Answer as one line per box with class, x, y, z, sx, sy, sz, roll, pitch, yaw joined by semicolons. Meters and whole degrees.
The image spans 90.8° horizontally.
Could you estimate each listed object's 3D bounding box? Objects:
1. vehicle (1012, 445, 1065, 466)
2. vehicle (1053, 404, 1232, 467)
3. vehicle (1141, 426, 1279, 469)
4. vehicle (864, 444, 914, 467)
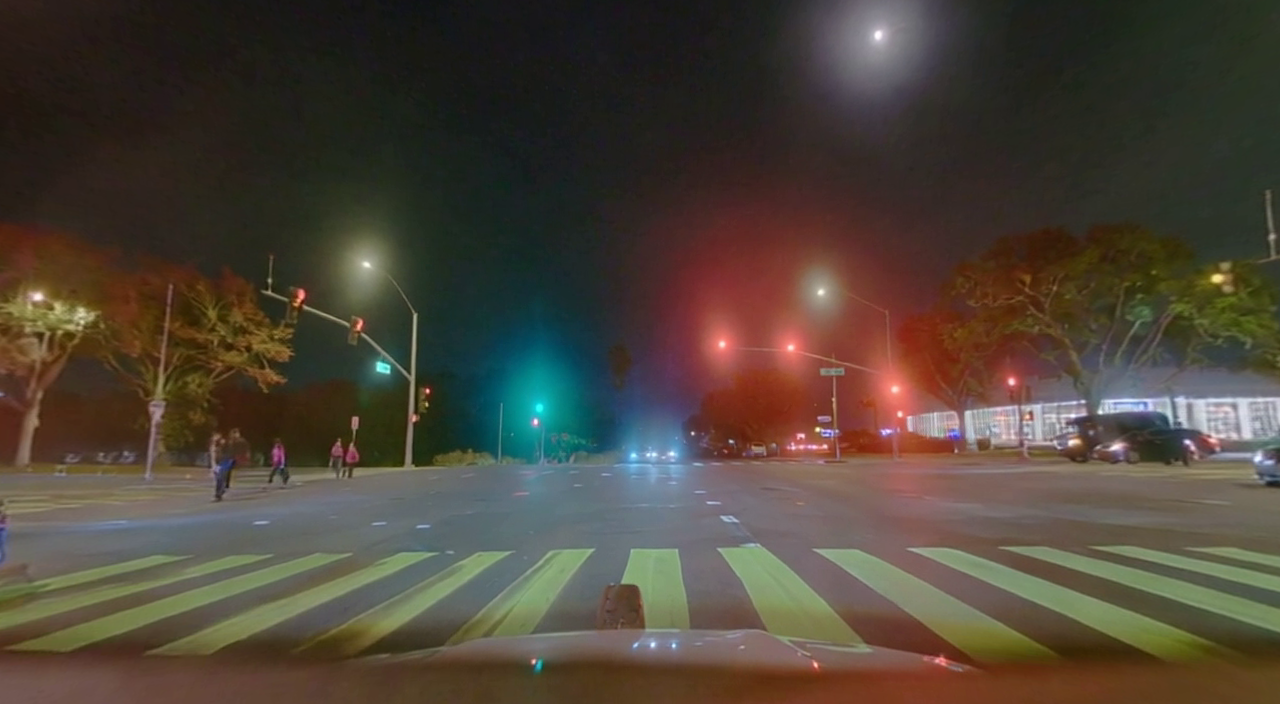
vehicle;27.681;7.195;44.003;1.589;1.405;3.633;-1;-9;6
vehicle;22.967;3.883;29.168;5.855;2.746;2.523;-1;-9;4
vehicle;21.341;3.437;22.797;4.740;1.464;1.876;-1;-9;3
vehicle;17.515;7.274;44.593;1.789;1.557;4.293;0;-9;1
